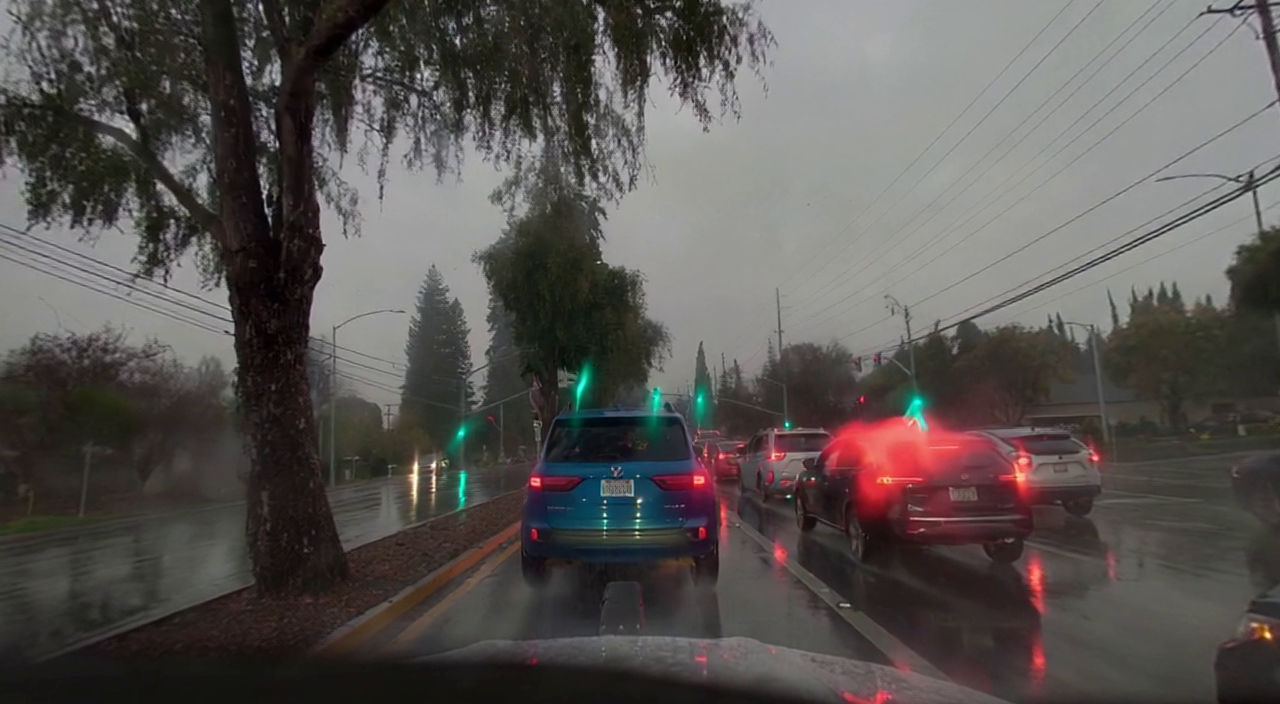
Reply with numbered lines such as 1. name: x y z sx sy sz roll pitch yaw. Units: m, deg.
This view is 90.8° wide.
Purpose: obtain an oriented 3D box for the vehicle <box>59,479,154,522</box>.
1. vehicle: -26.327 7.330 31.159 4.526 1.715 1.989 -11 -13 29

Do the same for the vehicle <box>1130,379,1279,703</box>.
1. vehicle: 3.276 0.632 0.759 1.889 1.517 4.308 0 -9 0

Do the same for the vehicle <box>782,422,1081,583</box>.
1. vehicle: 3.420 1.838 8.577 1.880 1.579 4.401 0 -9 -1

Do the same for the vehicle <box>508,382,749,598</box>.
1. vehicle: -0.137 1.603 8.095 2.231 1.998 4.254 0 -9 -1
